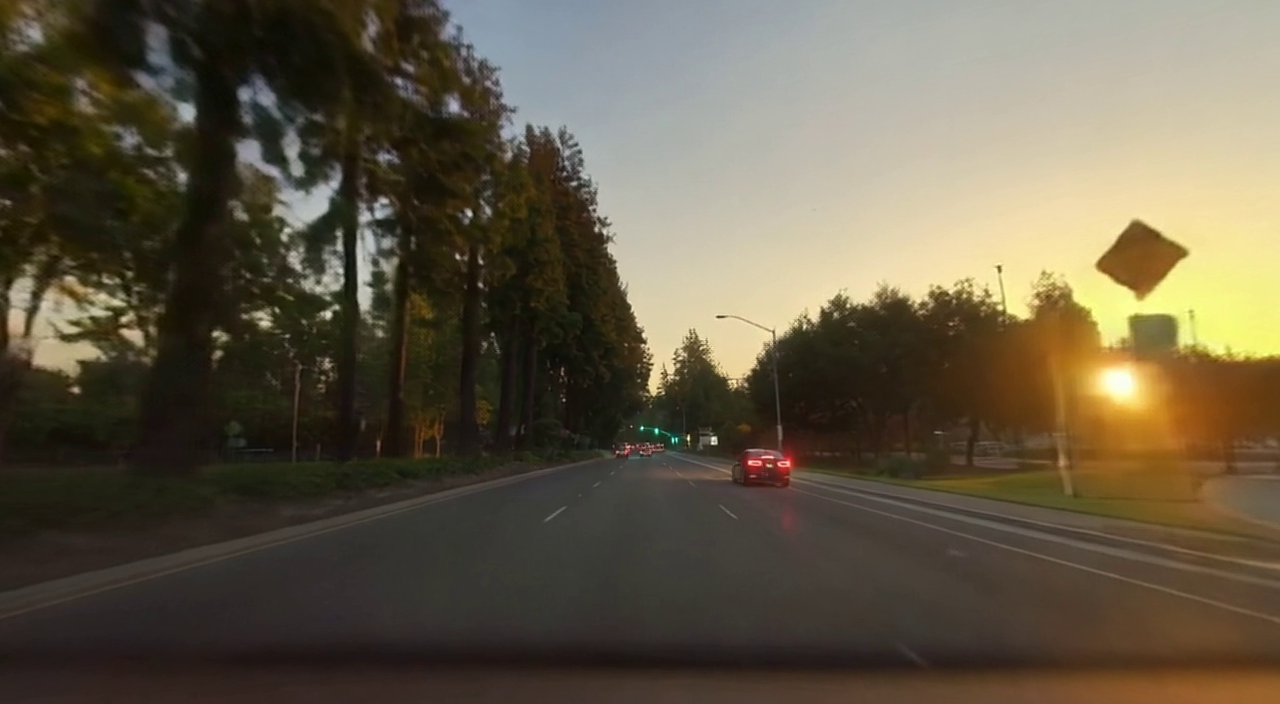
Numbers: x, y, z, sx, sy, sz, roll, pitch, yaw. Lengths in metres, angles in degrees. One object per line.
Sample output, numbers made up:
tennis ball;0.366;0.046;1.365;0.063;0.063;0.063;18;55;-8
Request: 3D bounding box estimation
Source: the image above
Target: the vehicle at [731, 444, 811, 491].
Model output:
vehicle;4.628;4.131;22.836;1.913;1.516;4.322;0;-8;0
